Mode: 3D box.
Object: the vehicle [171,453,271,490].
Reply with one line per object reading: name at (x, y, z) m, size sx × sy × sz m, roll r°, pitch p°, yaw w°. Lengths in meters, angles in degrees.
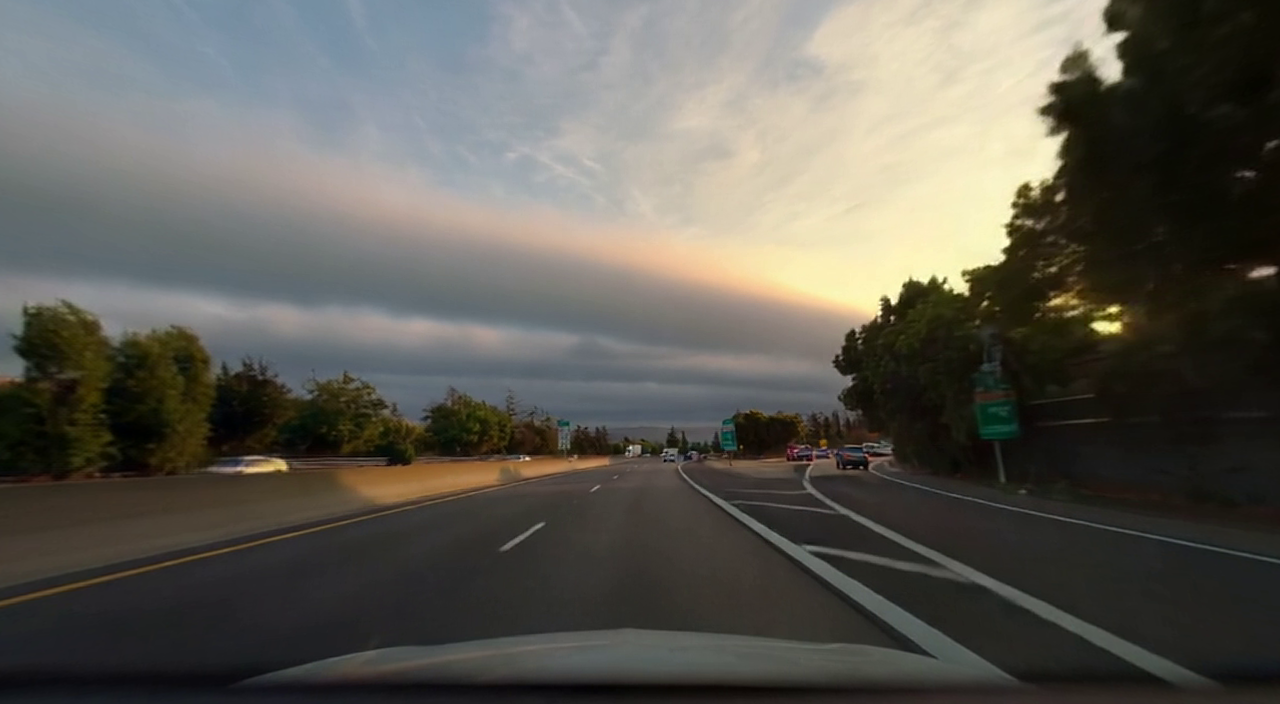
vehicle at (-18.980, 5.405, 28.751) m, size 1.864 × 1.509 × 3.779 m, roll -1°, pitch -9°, yaw 2°
